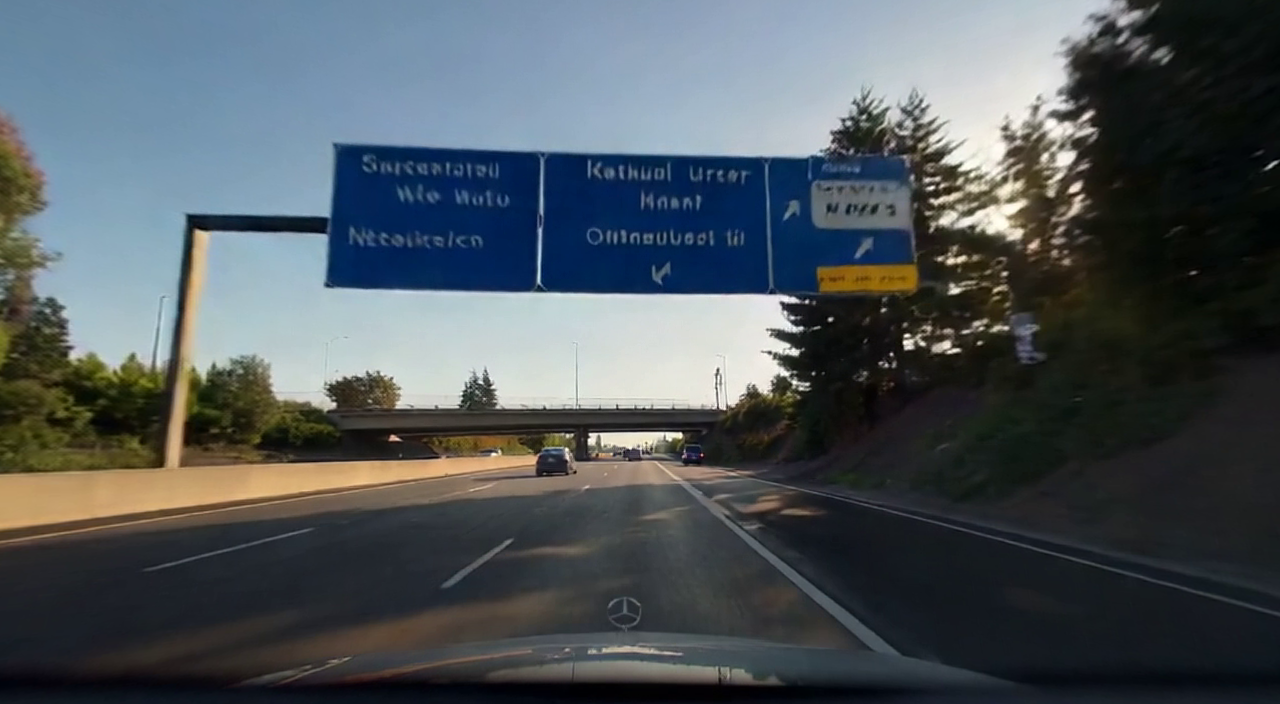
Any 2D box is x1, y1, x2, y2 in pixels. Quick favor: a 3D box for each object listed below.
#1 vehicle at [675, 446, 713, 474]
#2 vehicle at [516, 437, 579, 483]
[{"bbox_3d":[3.577,7.241,42.550,2.133,1.746,4.511,0,-9,0],"label":"vehicle"},{"bbox_3d":[-4.366,5.174,30.440,2.278,2.054,4.498,0,-9,1],"label":"vehicle"}]
